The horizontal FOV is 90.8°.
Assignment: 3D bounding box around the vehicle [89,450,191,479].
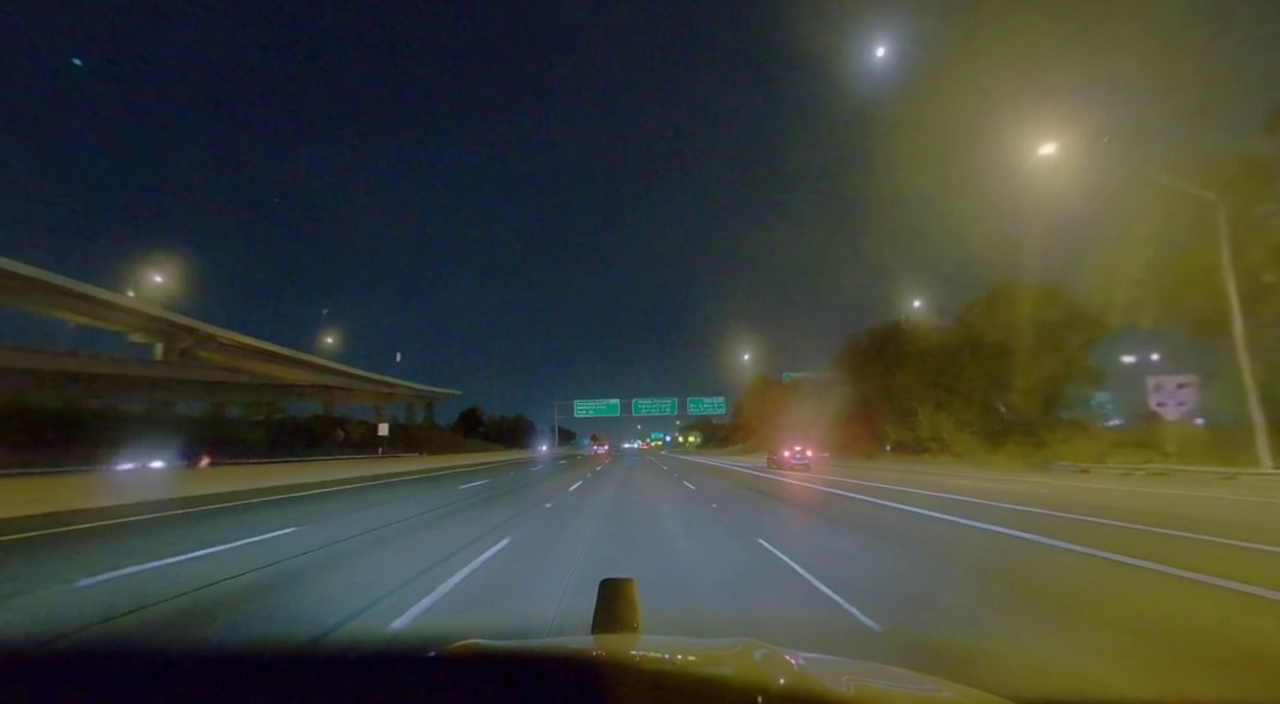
[{"bbox_3d":[-29.553,6.653,37.588,2.011,1.562,4.983,0,-8,-1],"label":"vehicle"}]
